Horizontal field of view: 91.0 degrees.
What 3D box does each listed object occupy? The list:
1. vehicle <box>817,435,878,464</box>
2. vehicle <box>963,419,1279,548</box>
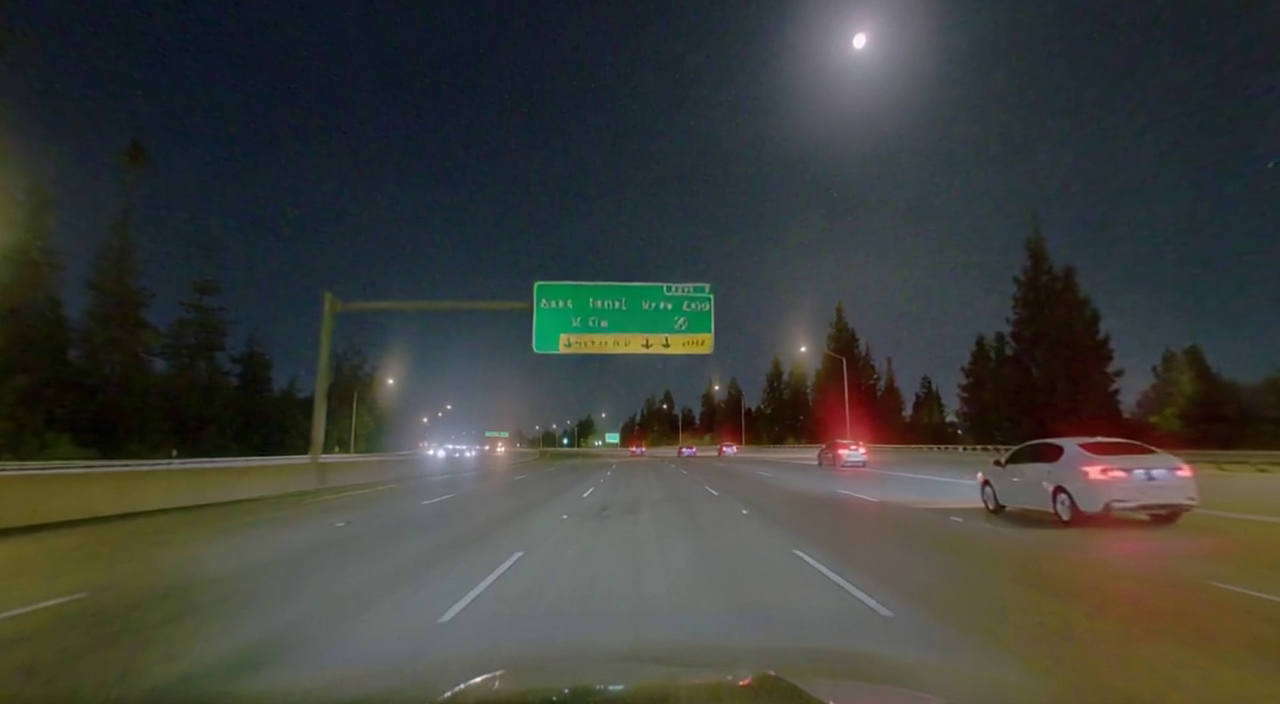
[{"bbox_3d":[13.985,6.613,42.791,2.107,1.803,5.385,0,-8,-2],"label":"vehicle"},{"bbox_3d":[7.565,2.028,10.385,2.124,1.661,4.267,0,-8,-1],"label":"vehicle"}]
